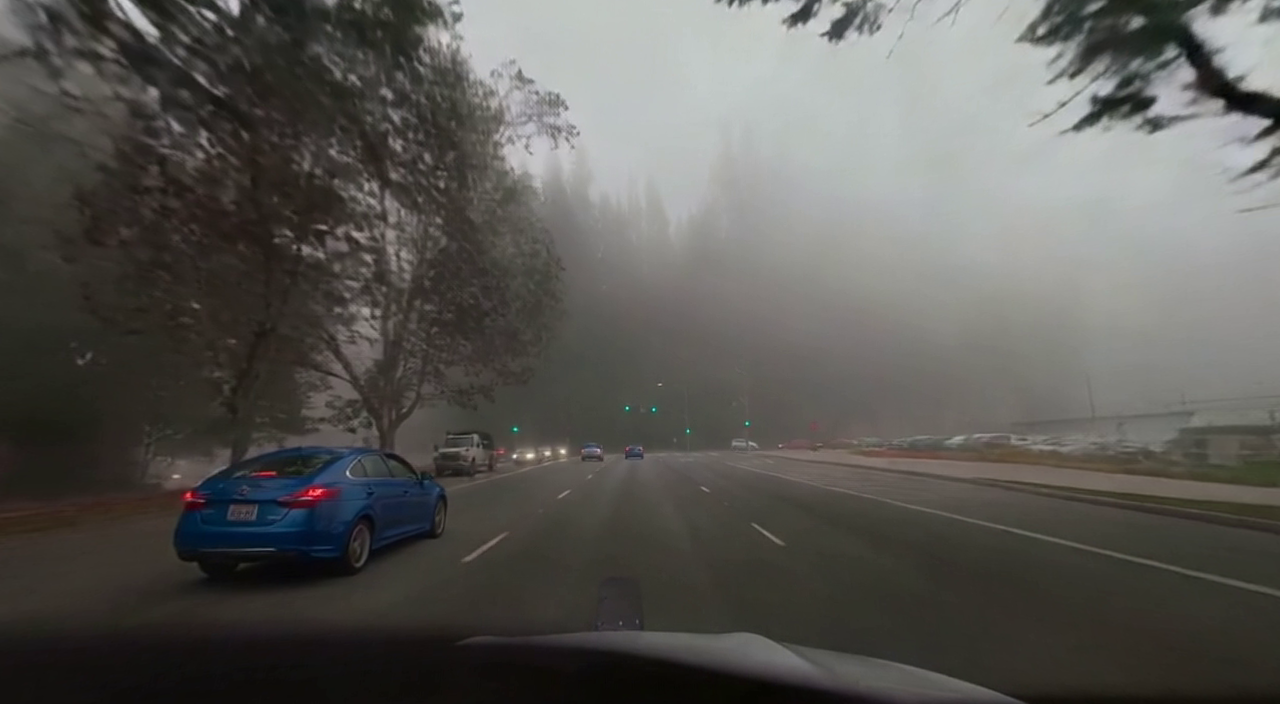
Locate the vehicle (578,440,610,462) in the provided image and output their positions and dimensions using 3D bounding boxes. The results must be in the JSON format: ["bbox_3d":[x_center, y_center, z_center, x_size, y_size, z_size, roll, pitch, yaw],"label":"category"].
[{"bbox_3d":[-3.501,7.574,48.585,2.103,1.592,4.160,0,-8,1],"label":"vehicle"}]

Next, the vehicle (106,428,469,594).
[{"bbox_3d":[-3.656,1.708,7.730,1.905,1.418,4.396,0,-8,0],"label":"vehicle"}]

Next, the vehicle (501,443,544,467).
[{"bbox_3d":[-7.656,6.762,41.539,1.920,1.456,4.534,0,-8,0],"label":"vehicle"}]
